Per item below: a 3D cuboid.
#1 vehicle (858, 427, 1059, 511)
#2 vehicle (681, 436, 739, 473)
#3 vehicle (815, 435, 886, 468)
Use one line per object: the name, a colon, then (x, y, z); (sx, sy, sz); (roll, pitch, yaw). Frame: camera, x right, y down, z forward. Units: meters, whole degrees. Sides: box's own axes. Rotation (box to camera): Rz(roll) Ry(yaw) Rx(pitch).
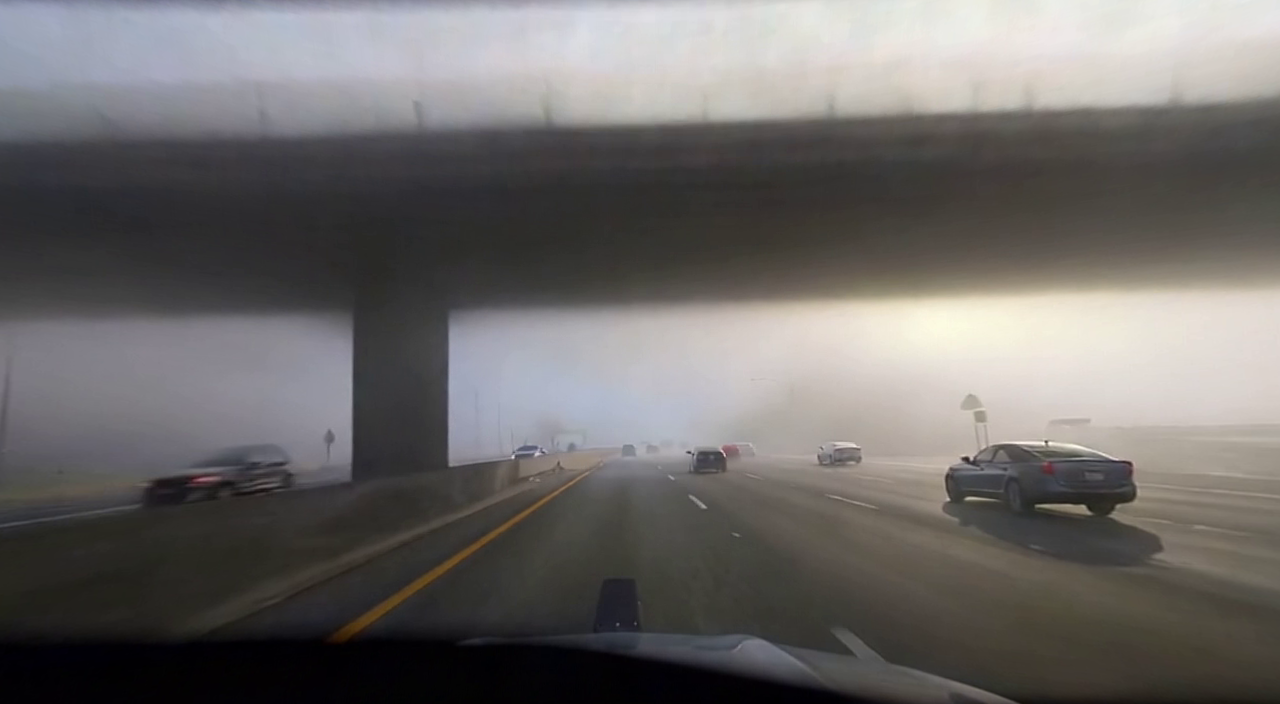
vehicle: (6.552, 2.449, 13.719); (1.952, 1.489, 4.483); (0, -8, -1)
vehicle: (3.049, 4.594, 28.462); (1.993, 1.507, 4.594); (0, -8, -2)
vehicle: (9.811, 4.662, 29.776); (1.838, 1.440, 4.121); (0, -8, -2)
